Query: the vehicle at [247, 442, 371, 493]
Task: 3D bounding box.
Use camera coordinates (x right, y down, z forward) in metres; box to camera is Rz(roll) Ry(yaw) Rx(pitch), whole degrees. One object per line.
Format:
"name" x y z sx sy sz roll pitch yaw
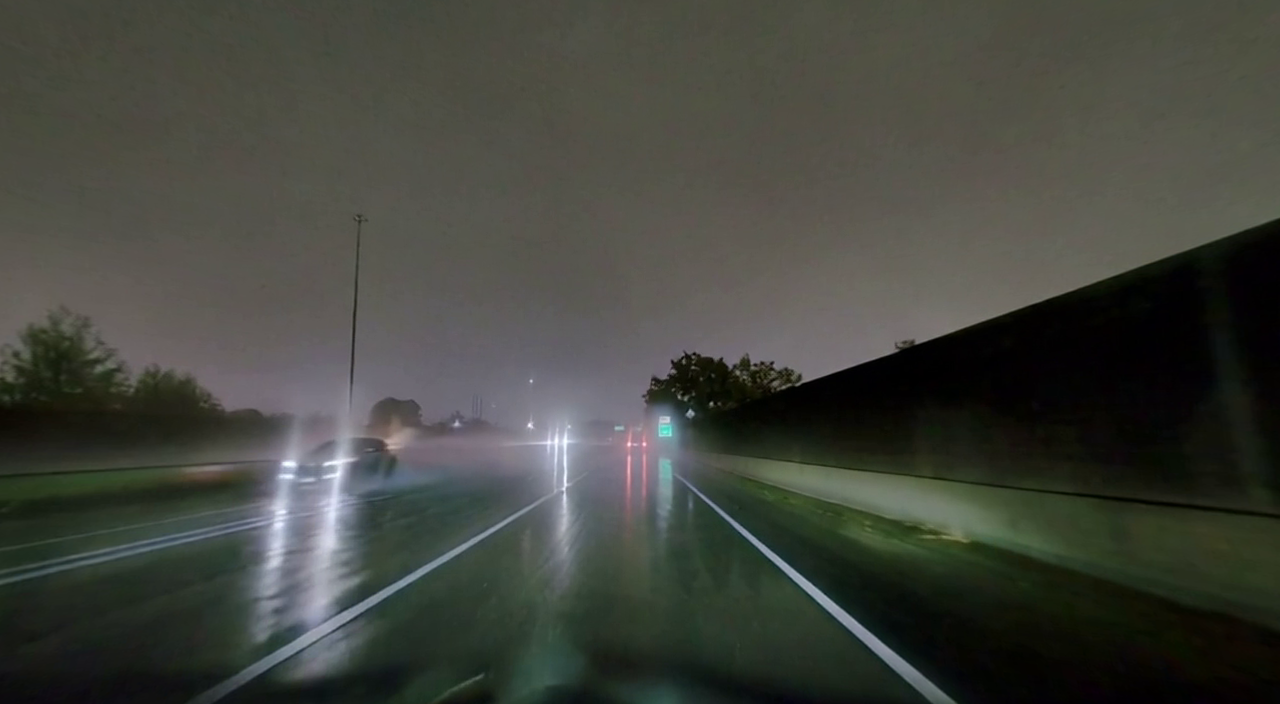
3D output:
"vehicle" -10.631 3.690 20.577 1.837 1.448 4.088 0 -8 0
